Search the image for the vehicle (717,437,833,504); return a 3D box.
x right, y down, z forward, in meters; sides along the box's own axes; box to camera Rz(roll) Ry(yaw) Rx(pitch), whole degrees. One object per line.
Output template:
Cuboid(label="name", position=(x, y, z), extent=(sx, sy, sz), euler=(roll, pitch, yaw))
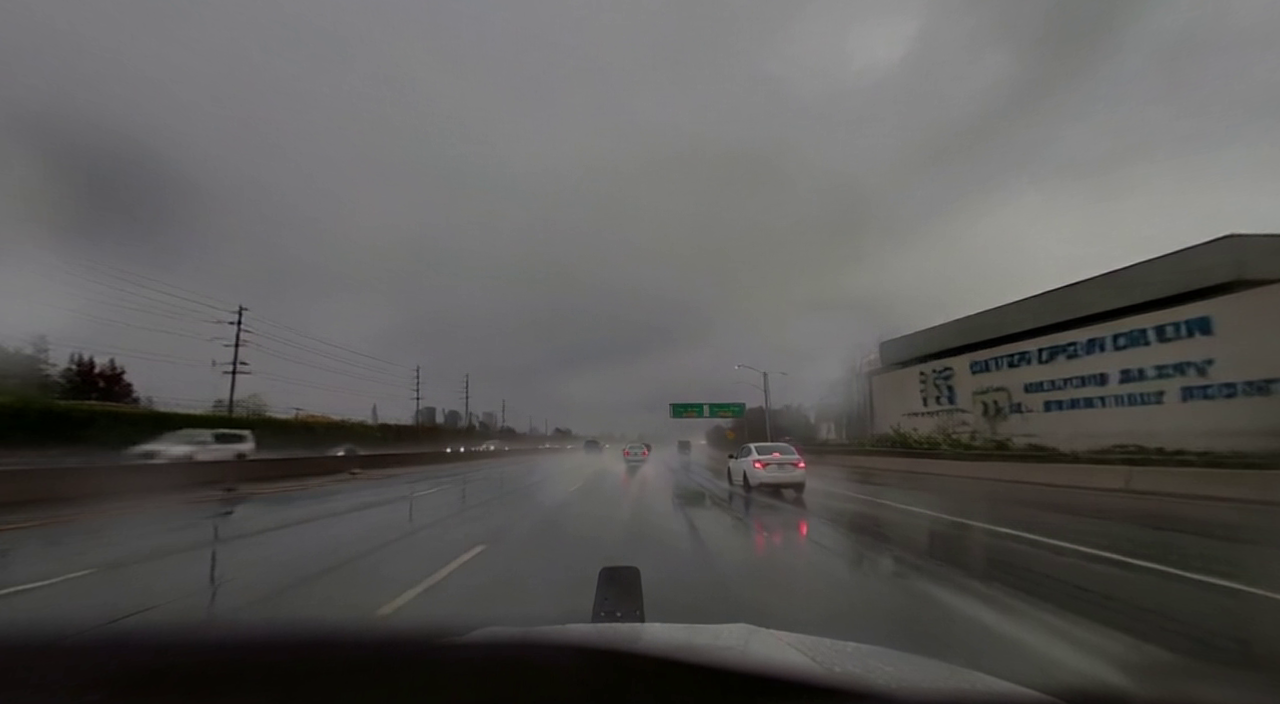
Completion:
Cuboid(label="vehicle", position=(3.404, 3.073, 16.872), extent=(1.995, 1.533, 4.463), euler=(0, -8, -2))

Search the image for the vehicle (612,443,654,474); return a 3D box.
Cuboid(label="vehicle", position=(-0.370, 5.432, 32.475), extent=(2.019, 1.472, 3.971), euler=(0, -8, -1))

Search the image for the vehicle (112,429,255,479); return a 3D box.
Cuboid(label="vehicle", position=(-20.168, 4.517, 28.208), extent=(2.307, 2.016, 5.388), euler=(0, -8, 0))
